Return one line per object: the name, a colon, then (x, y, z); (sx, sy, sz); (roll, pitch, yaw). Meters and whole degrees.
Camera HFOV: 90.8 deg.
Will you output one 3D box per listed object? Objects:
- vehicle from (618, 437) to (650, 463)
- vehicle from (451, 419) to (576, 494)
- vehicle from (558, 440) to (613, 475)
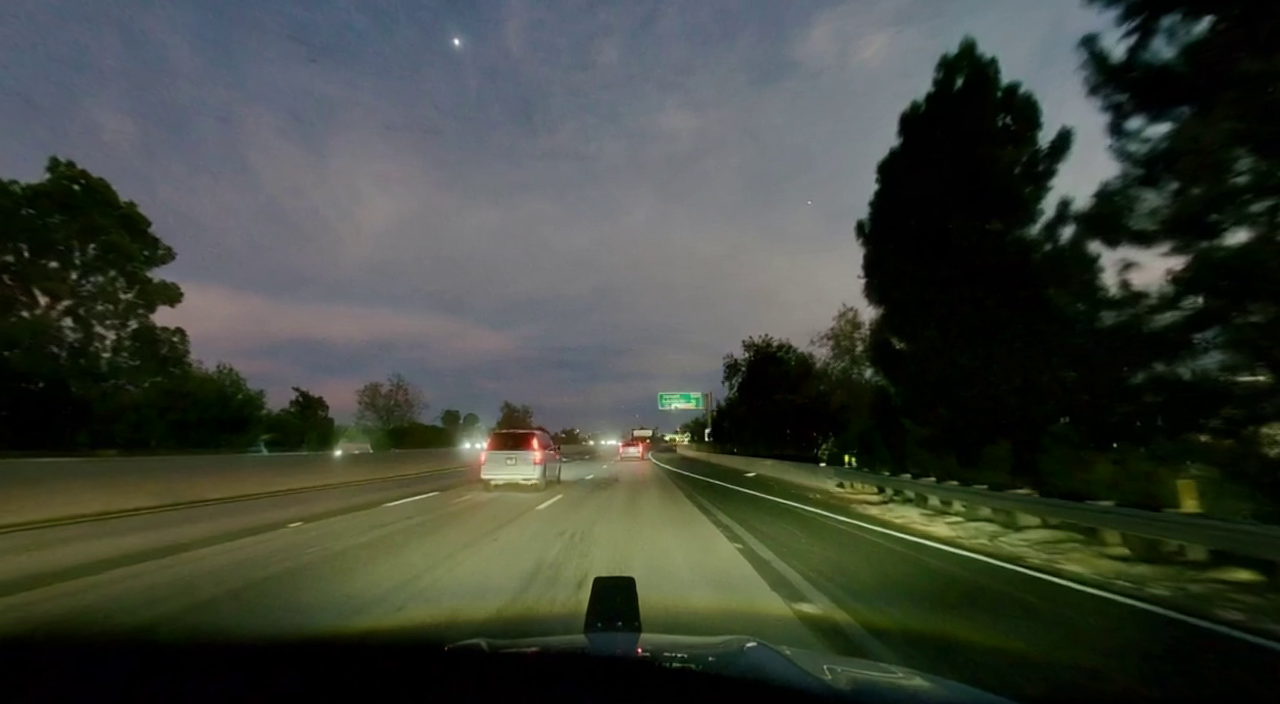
vehicle: (-0.456, 7.421, 48.124); (2.306, 1.857, 4.657); (0, -9, 0)
vehicle: (-3.627, 3.175, 19.418); (2.497, 1.957, 5.432); (0, -9, 3)
vehicle: (-2.531, 5.058, 30.577); (2.068, 1.539, 4.720); (0, -9, 3)
